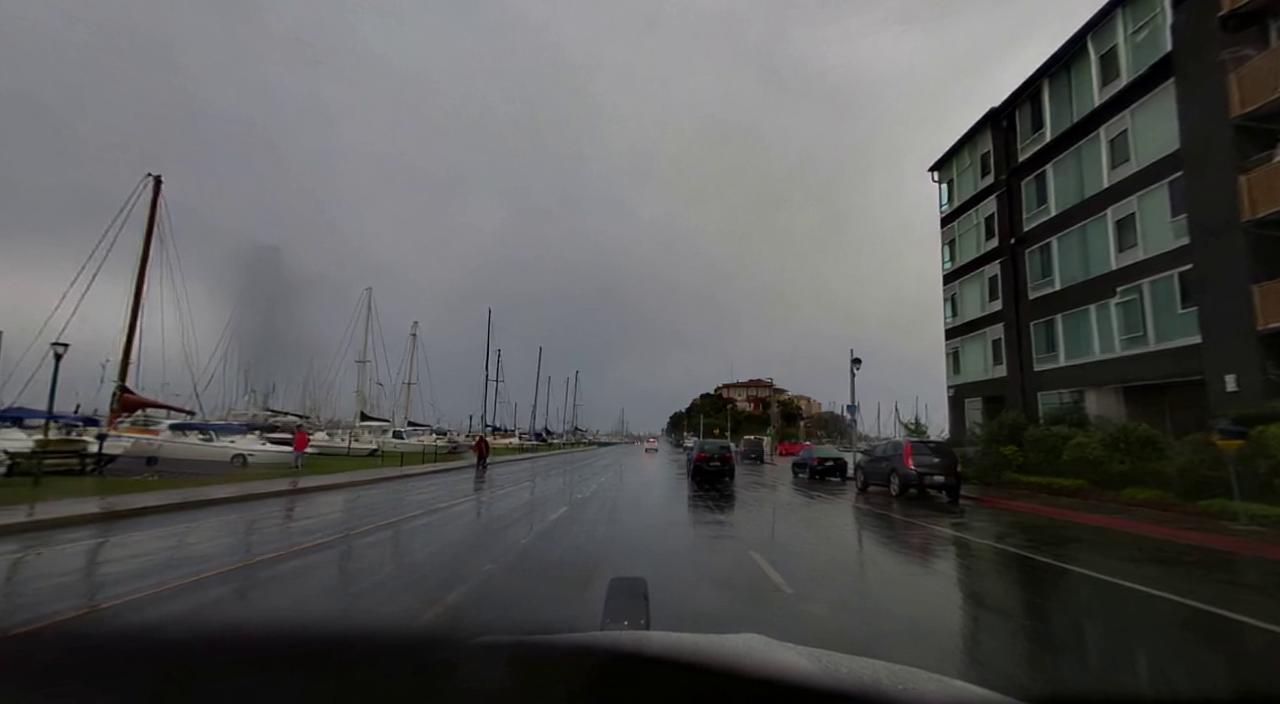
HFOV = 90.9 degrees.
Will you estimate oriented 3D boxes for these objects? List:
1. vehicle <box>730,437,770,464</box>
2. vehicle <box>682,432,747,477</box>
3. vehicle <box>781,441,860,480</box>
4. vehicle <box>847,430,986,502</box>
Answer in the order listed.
[{"bbox_3d":[7.762,7.017,44.934,2.029,1.750,4.825,-1,-9,1],"label":"vehicle"},{"bbox_3d":[2.933,4.148,25.600,2.047,1.640,4.051,0,-9,-1],"label":"vehicle"},{"bbox_3d":[7.678,4.640,27.263,2.112,1.514,4.371,0,-9,0],"label":"vehicle"},{"bbox_3d":[7.539,3.144,17.764,1.901,1.726,4.517,-1,-9,1],"label":"vehicle"}]
